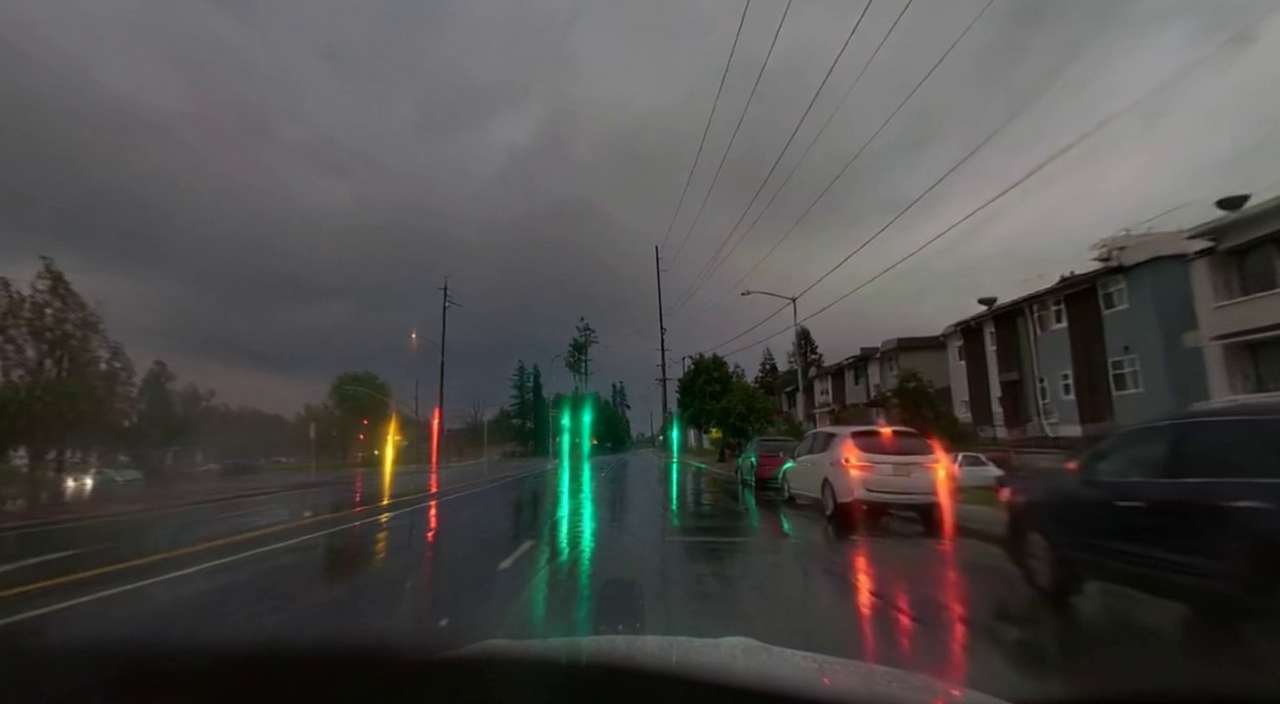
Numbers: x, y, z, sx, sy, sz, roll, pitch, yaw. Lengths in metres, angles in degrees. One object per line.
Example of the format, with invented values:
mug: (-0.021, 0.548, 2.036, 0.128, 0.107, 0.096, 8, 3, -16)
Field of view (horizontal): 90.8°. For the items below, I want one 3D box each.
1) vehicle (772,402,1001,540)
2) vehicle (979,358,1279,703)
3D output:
vehicle: (4.043, 2.061, 11.567, 2.056, 1.941, 4.955, 0, -8, -2)
vehicle: (4.183, 1.018, 3.775, 1.936, 1.778, 4.378, 0, -8, 1)
